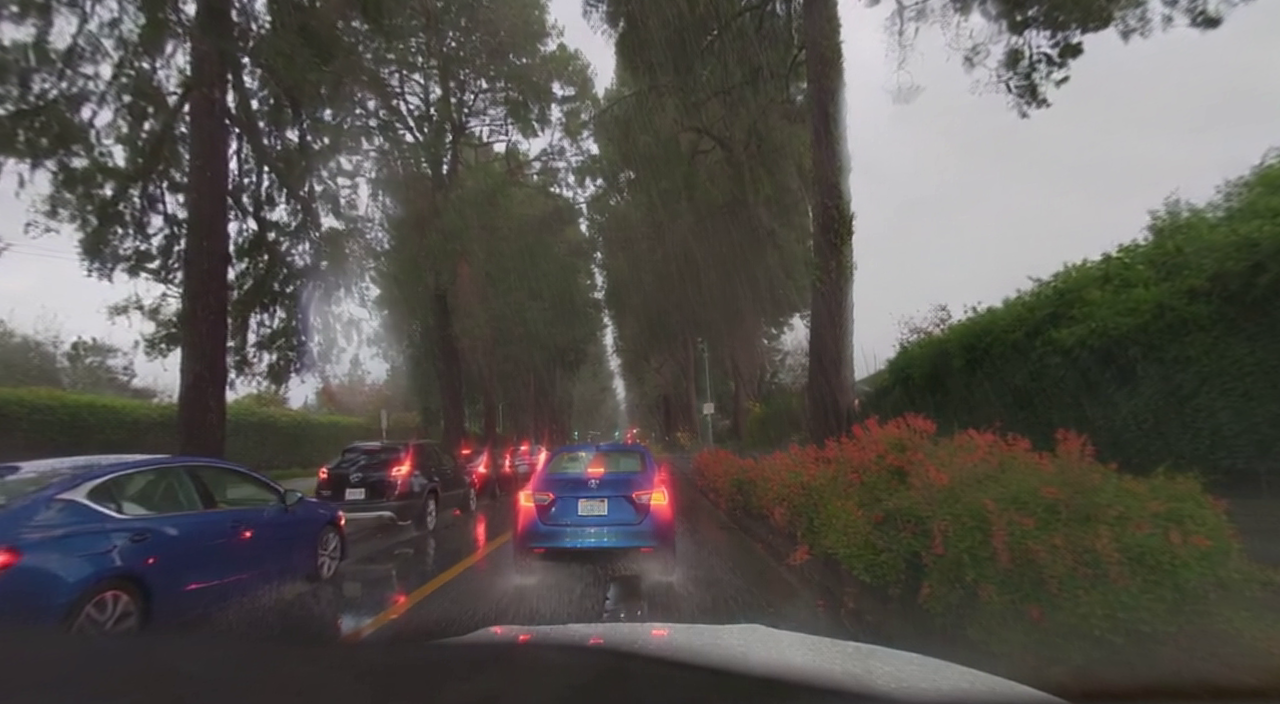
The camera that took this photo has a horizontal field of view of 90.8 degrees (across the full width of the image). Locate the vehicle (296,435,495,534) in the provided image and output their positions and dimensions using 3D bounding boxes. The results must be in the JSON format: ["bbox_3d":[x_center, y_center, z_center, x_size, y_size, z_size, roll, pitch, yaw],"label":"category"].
[{"bbox_3d":[-4.256,2.356,11.914,1.898,1.503,4.453,0,-9,1],"label":"vehicle"}]

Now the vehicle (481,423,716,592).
[{"bbox_3d":[-0.416,1.719,7.847,2.127,1.517,4.090,0,-9,-1],"label":"vehicle"}]

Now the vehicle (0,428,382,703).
[{"bbox_3d":[-3.813,1.358,4.916,1.784,1.408,4.141,0,-8,1],"label":"vehicle"}]
